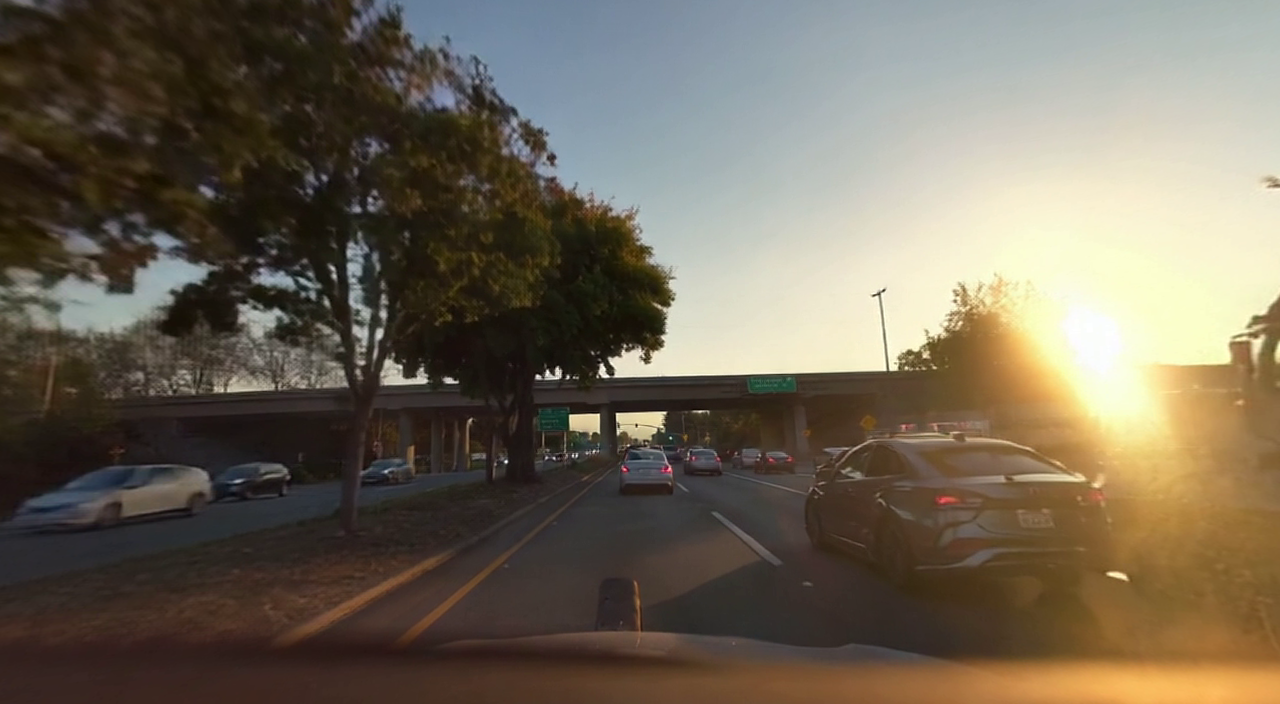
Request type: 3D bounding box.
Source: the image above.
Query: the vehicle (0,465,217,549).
[{"bbox_3d":[-12.178,3.368,14.362,1.927,1.439,4.537,0,-9,1],"label":"vehicle"}]

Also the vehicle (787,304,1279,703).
[{"bbox_3d":[3.426,1.212,5.799,2.719,2.033,5.876,0,-9,0],"label":"vehicle"}]

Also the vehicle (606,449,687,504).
[{"bbox_3d":[0.146,3.425,17.817,2.027,1.341,3.775,0,-9,0],"label":"vehicle"}]

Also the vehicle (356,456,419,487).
[{"bbox_3d":[-15.158,7.152,38.228,2.009,1.670,4.583,0,-9,-2],"label":"vehicle"}]

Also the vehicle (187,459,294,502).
[{"bbox_3d":[-19.013,6.094,30.380,1.983,1.800,4.811,0,-9,0],"label":"vehicle"}]

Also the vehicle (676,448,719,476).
[{"bbox_3d":[3.126,6.073,35.153,1.962,1.431,4.205,0,-9,-1],"label":"vehicle"}]

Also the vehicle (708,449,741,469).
[{"bbox_3d":[6.399,8.155,48.380,1.947,1.466,3.825,0,-9,-1],"label":"vehicle"}]

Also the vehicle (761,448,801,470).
[{"bbox_3d":[9.864,7.486,44.407,1.839,1.453,3.992,0,-9,-1],"label":"vehicle"}]
